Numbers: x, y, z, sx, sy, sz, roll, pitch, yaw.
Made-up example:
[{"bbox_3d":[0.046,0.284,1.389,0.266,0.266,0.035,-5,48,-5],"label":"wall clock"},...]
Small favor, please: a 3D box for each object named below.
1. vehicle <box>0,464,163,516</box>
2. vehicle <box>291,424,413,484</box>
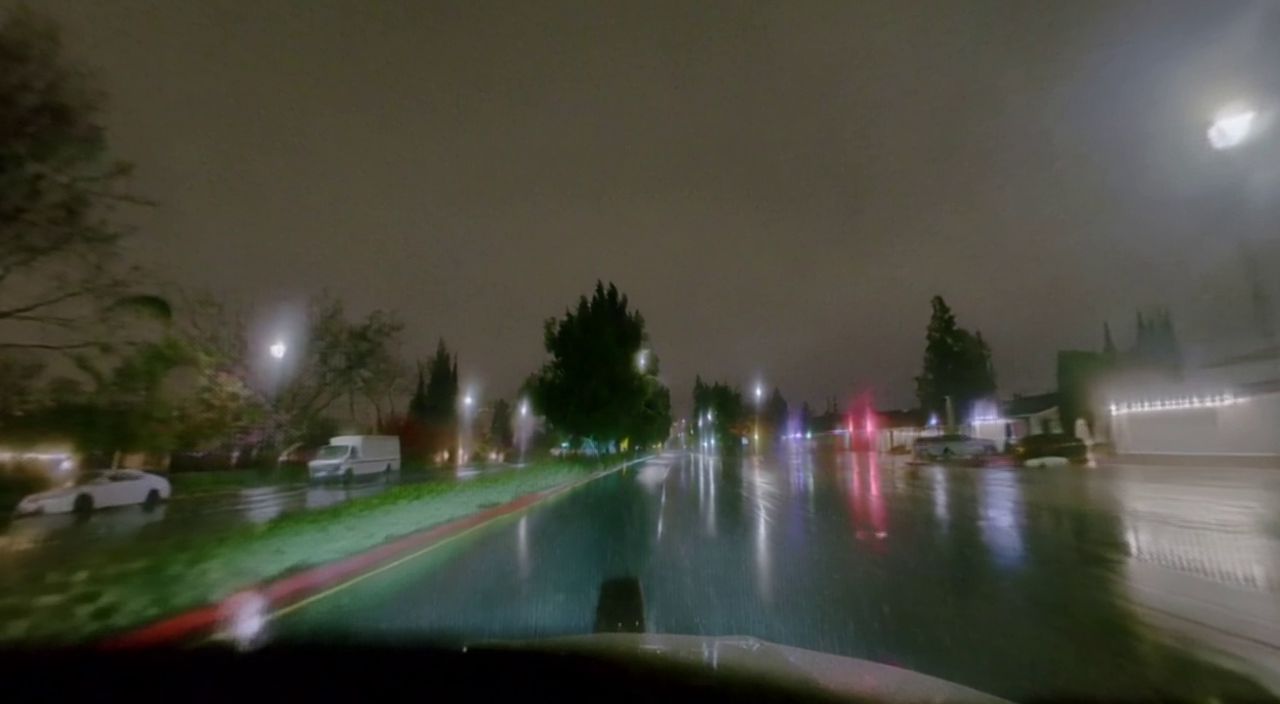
[{"bbox_3d":[-19.615,4.777,22.184,1.820,1.459,4.559,0,-9,3],"label":"vehicle"},{"bbox_3d":[-18.756,6.747,42.052,2.898,3.487,9.955,0,-9,3],"label":"vehicle"}]
